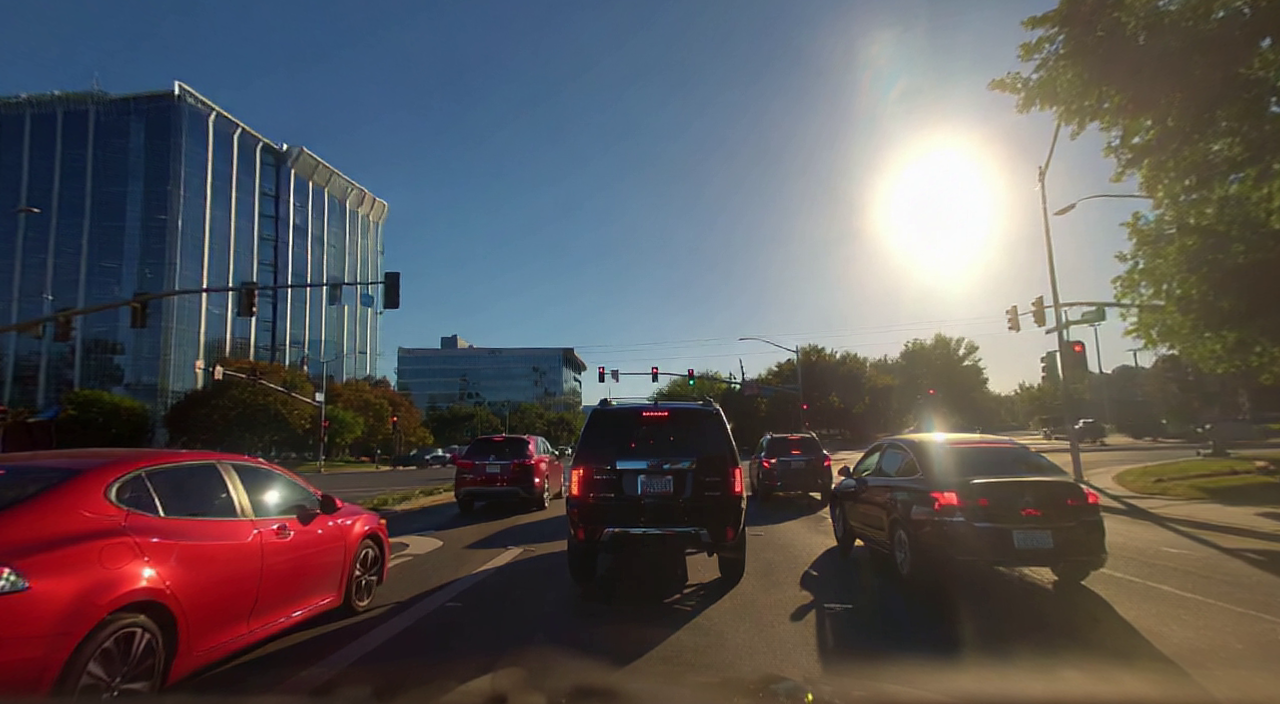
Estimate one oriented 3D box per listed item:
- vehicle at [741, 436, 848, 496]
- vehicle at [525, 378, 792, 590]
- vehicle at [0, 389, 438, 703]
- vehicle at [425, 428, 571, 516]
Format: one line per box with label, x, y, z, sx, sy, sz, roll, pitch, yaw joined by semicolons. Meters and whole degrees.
vehicle;4.080;3.062;17.352;1.979;1.453;4.011;0;-8;1
vehicle;0.206;1.451;7.700;2.300;1.832;4.331;0;-8;1
vehicle;-3.224;1.201;4.425;1.958;1.494;4.624;0;-8;2
vehicle;-2.700;2.385;13.055;1.851;1.502;4.042;0;-8;4
